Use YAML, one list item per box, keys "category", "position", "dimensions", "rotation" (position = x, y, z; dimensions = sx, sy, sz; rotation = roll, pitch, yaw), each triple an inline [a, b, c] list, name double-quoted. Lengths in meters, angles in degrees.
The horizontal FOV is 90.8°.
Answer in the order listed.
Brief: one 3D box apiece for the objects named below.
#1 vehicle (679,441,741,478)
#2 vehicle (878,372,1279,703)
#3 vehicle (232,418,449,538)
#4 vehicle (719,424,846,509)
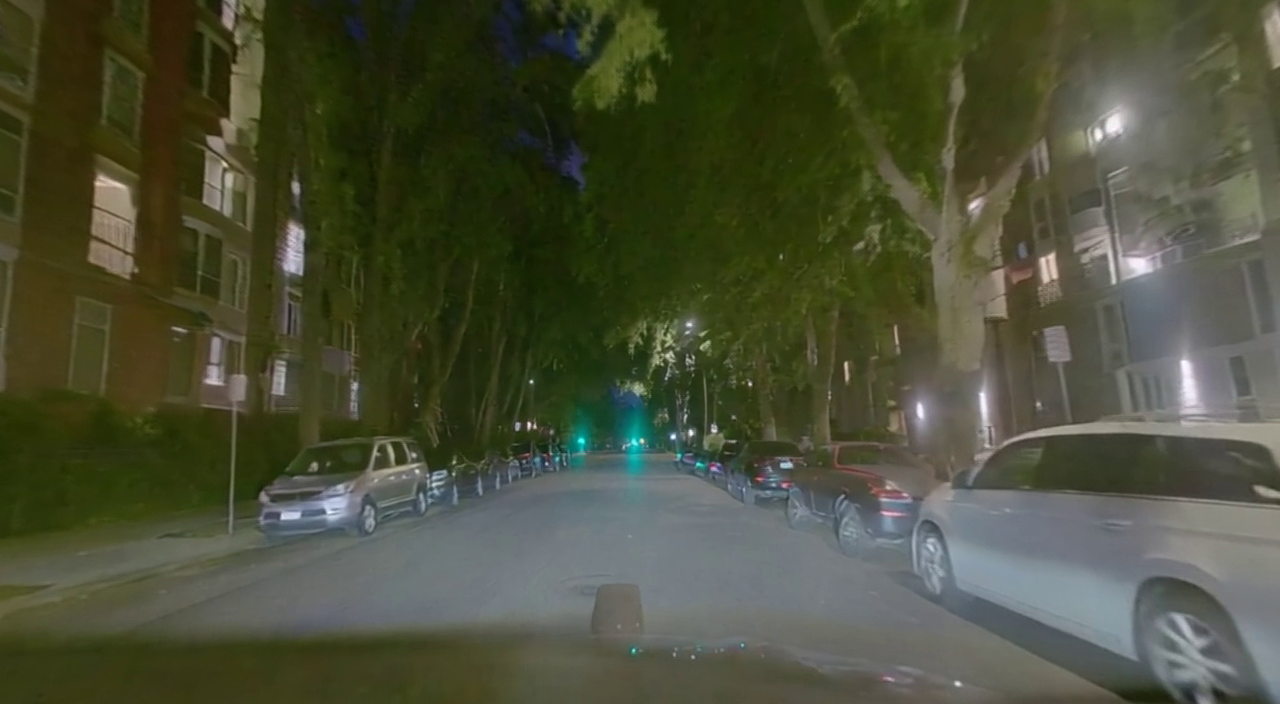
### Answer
- category: "vehicle"
  position: [3.160, 4.951, 29.377]
  dimensions: [2.007, 1.545, 4.562]
  rotation: [1, -8, -5]
- category: "vehicle"
  position: [3.451, 1.197, 4.183]
  dimensions: [1.964, 1.646, 4.543]
  rotation: [2, -8, 0]
- category: "vehicle"
  position: [-5.453, 2.342, 12.412]
  dimensions: [2.069, 1.881, 4.697]
  rotation: [0, -8, -2]
- category: "vehicle"
  position: [3.417, 2.854, 16.195]
  dimensions: [2.024, 1.825, 4.684]
  rotation: [0, -8, -2]
